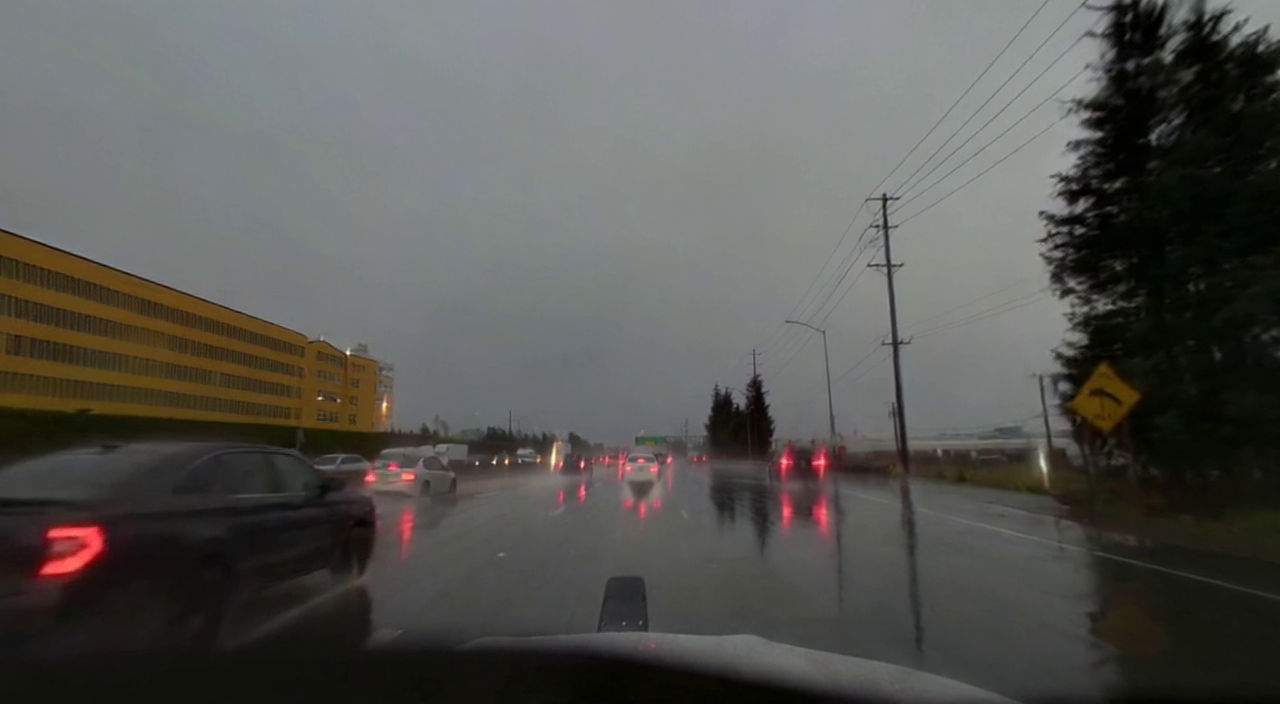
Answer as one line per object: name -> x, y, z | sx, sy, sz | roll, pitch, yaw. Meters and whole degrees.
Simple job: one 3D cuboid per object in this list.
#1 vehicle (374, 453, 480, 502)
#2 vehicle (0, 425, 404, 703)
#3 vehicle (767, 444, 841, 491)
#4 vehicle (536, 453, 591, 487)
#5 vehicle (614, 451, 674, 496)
vehicle -> -7.345, 4.345, 22.346 | 2.069, 1.488, 4.780 | -1, -9, 1
vehicle -> -3.854, 1.449, 5.077 | 2.059, 1.508, 4.662 | -1, -9, 0
vehicle -> 6.915, 4.908, 27.126 | 2.106, 1.817, 4.845 | -1, -9, 3
vehicle -> -3.612, 5.689, 30.608 | 2.034, 1.466, 4.363 | -1, -9, 1
vehicle -> 0.138, 4.654, 24.475 | 2.107, 1.538, 3.999 | -1, -9, 0
